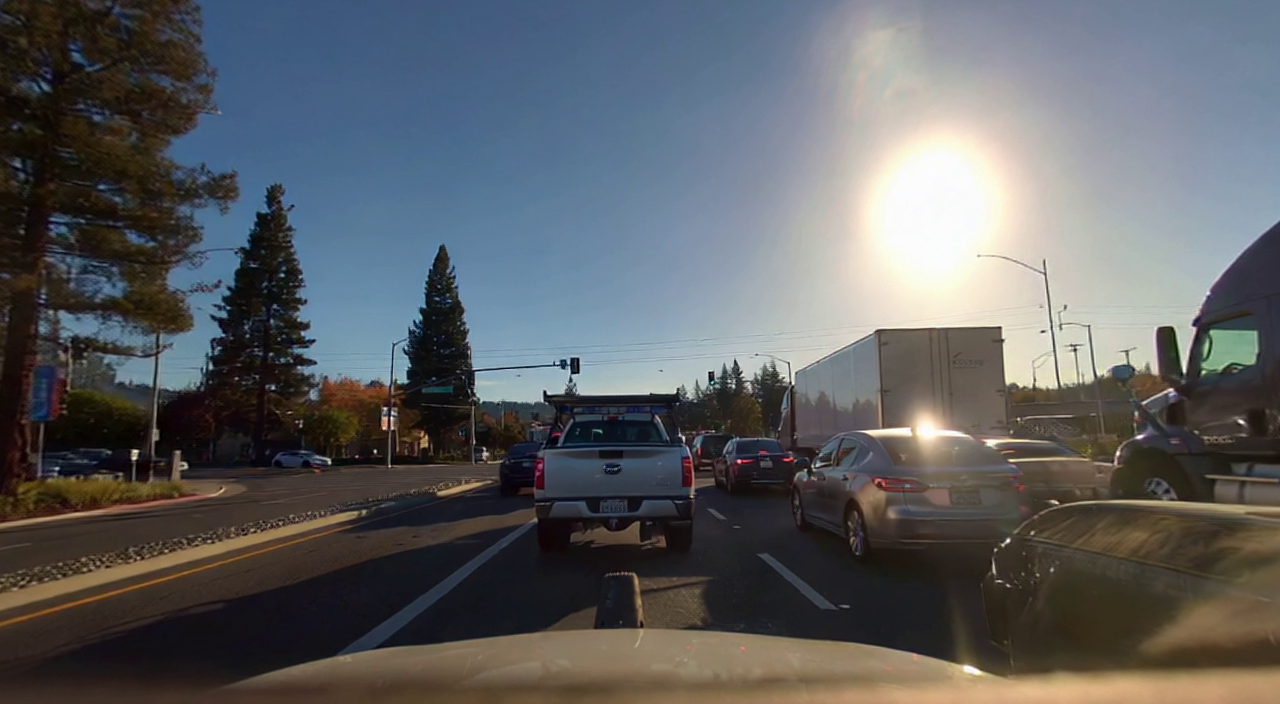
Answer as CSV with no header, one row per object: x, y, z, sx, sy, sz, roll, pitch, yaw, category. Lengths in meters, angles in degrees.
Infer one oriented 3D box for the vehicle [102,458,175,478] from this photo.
-38.158,8.807,48.100,4.150,1.474,1.826,-1,-9,6,vehicle

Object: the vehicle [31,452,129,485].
-28.559,5.922,32.398,1.730,1.534,3.922,1,-9,-8,vehicle

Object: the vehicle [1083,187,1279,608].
6.526,0.101,3.345,2.802,3.322,7.429,0,-9,0,vehicle

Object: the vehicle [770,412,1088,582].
3.253,1.753,8.533,1.905,1.587,4.998,0,-9,0,vehicle

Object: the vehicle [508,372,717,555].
-0.359,1.720,10.218,2.499,2.183,5.111,0,-9,-1,vehicle
